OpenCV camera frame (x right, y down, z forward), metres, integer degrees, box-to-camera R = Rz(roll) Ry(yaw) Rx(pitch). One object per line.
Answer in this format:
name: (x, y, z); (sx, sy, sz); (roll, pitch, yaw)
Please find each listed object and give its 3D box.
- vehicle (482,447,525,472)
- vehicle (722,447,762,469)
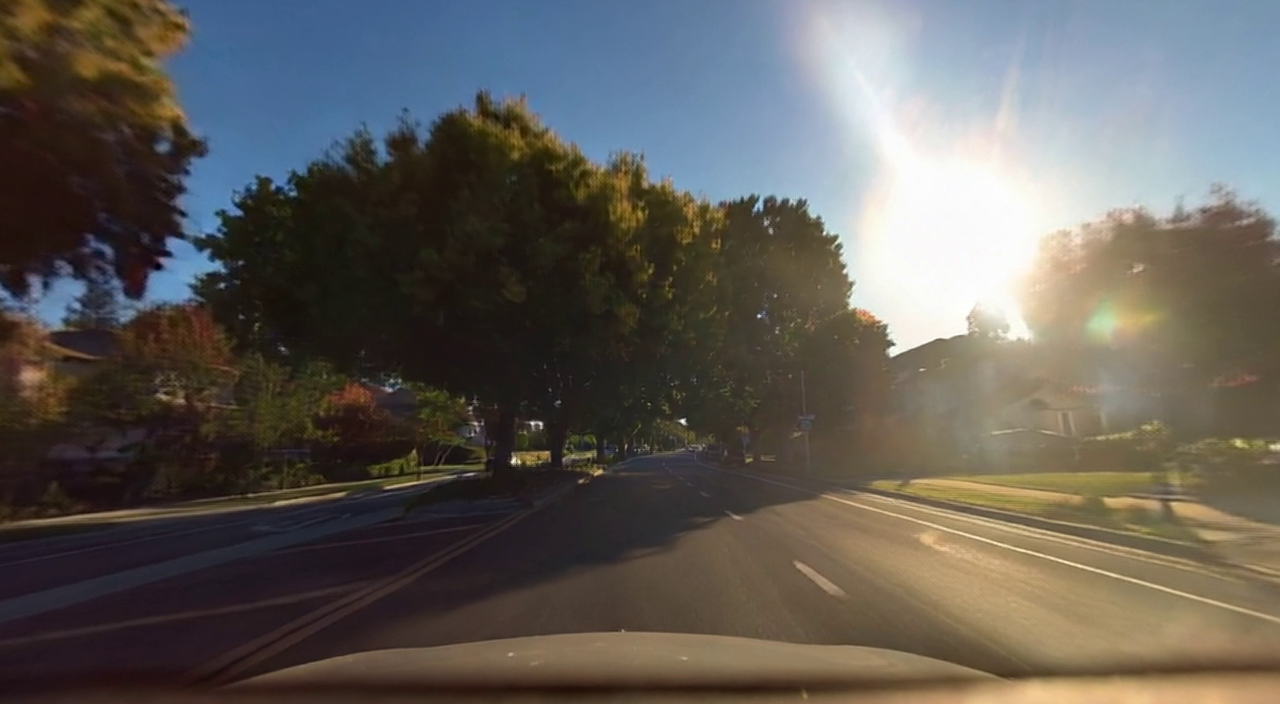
vehicle: (-10.530, 8.321, 49.119); (2.095, 1.815, 4.726); (-1, -8, 3)
vehicle: (6.977, 7.288, 43.639); (1.946, 1.404, 4.609); (0, -8, 0)
